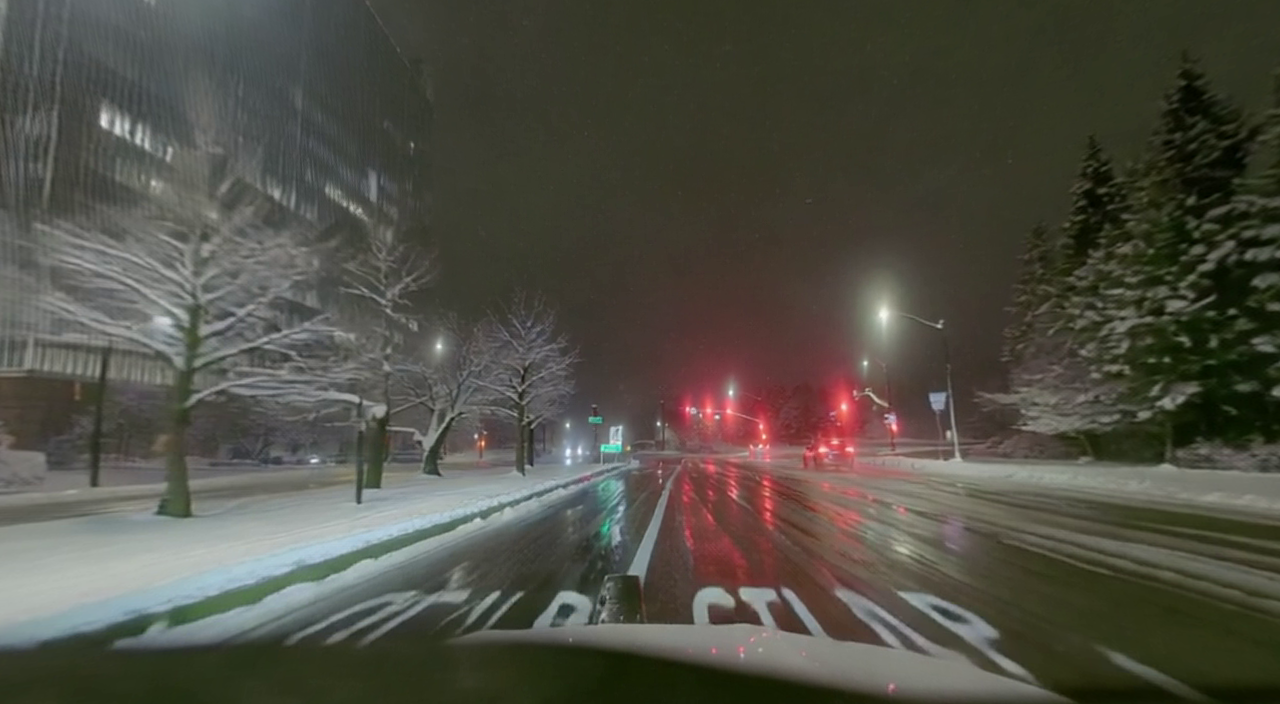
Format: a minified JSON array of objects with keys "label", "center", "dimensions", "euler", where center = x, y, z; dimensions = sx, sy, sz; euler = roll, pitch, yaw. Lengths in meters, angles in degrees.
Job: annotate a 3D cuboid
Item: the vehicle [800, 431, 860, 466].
[{"label":"vehicle","center":[10.805,5.537,36.326],"dimensions":[2.156,1.881,4.743],"euler":[0,-9,3]}]
